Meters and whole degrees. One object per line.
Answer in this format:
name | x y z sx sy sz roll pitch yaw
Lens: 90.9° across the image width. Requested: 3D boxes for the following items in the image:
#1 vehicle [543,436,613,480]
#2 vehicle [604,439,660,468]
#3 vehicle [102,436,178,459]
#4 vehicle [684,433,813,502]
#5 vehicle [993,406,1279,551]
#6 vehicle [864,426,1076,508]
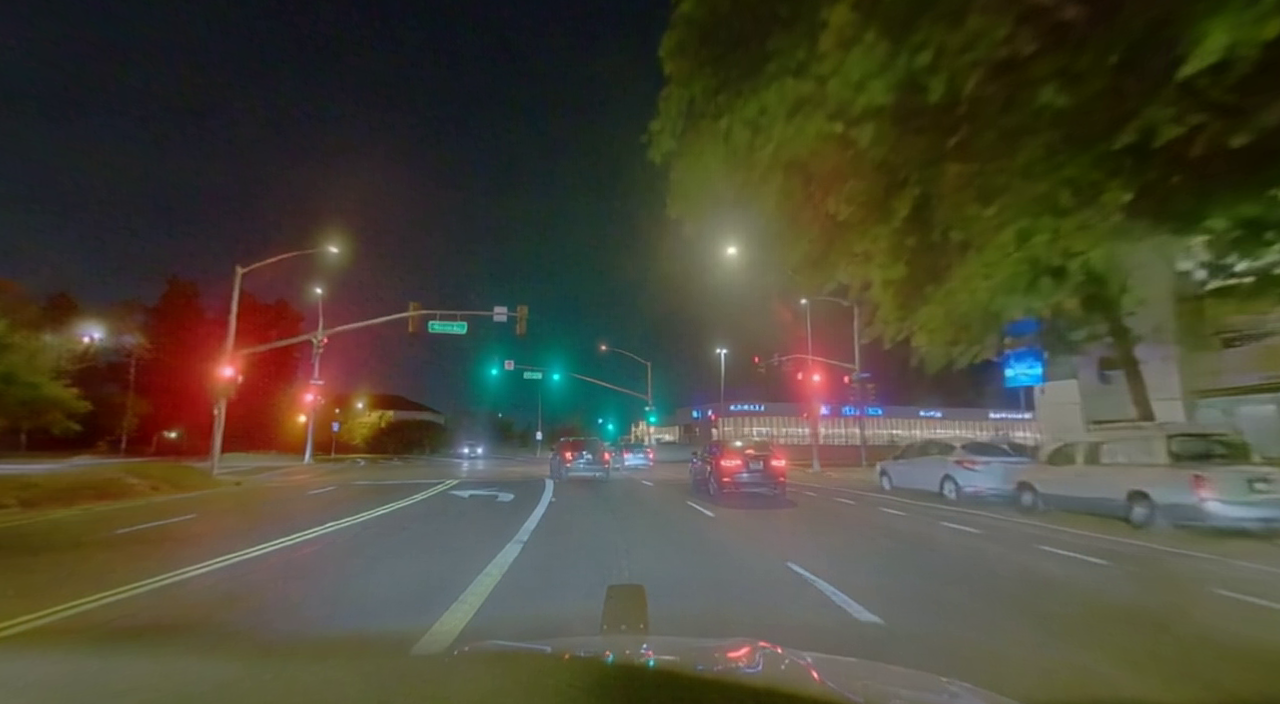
vehicle | -2.542 4.097 24.685 2.308 1.535 4.811 2 -8 -11
vehicle | -0.530 5.417 33.880 1.957 1.463 4.701 2 -9 -14
vehicle | -35.633 6.789 45.011 3.796 1.595 1.808 3 -9 -23
vehicle | 2.522 2.827 15.968 1.984 1.476 4.488 1 -8 -7
vehicle | 7.442 1.744 9.334 1.825 1.646 4.070 1 -8 -4
vehicle | 7.028 2.490 14.126 1.933 1.522 4.443 1 -8 -7
